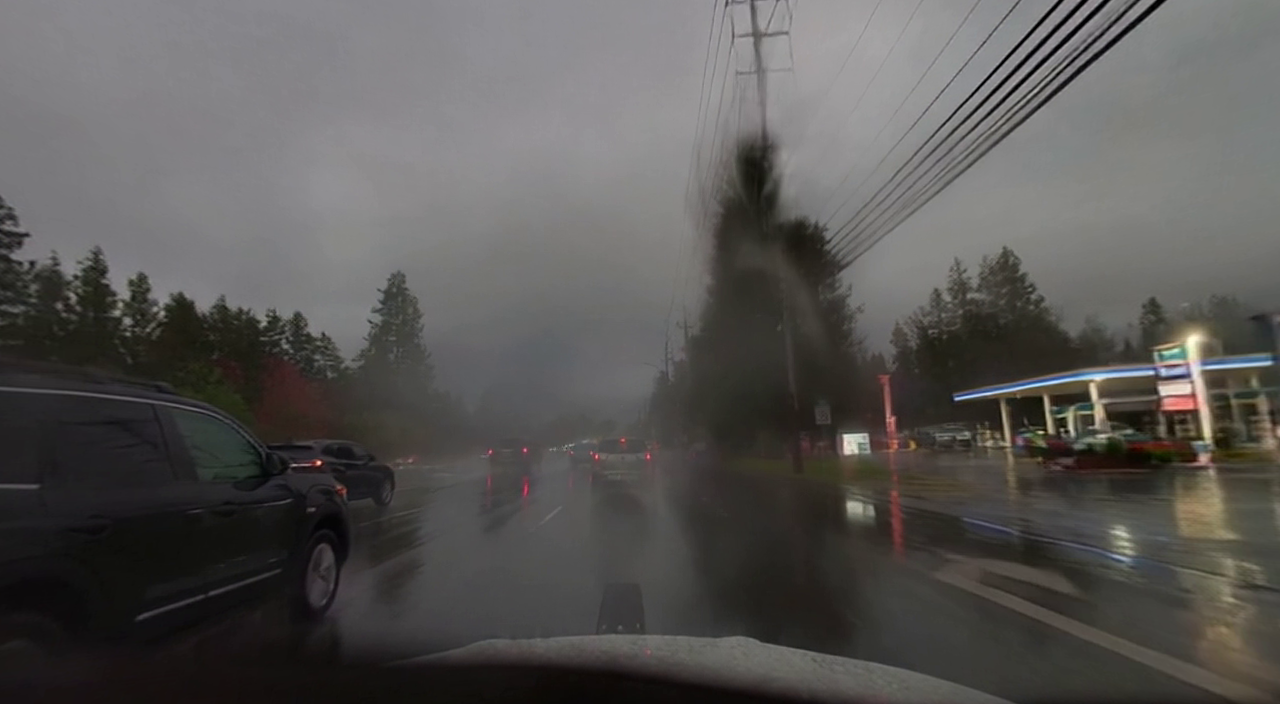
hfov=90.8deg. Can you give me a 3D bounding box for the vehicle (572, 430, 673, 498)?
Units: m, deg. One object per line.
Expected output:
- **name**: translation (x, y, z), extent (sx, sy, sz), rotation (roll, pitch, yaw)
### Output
- **vehicle**: translation (-0.393, 2.738, 15.788), extent (2.189, 1.437, 4.135), rotation (0, -8, 0)

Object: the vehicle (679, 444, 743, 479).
- **vehicle**: translation (2.869, 4.526, 26.448), extent (2.065, 1.302, 4.416), rotation (0, -8, -1)

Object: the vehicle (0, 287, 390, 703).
- **vehicle**: translation (-3.036, 0.732, 2.815), extent (1.922, 1.642, 4.547), rotation (0, -8, 1)

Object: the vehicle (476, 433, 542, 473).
- **vehicle**: translation (-6.838, 5.320, 33.529), extent (2.385, 1.918, 5.056), rotation (0, -8, 0)
